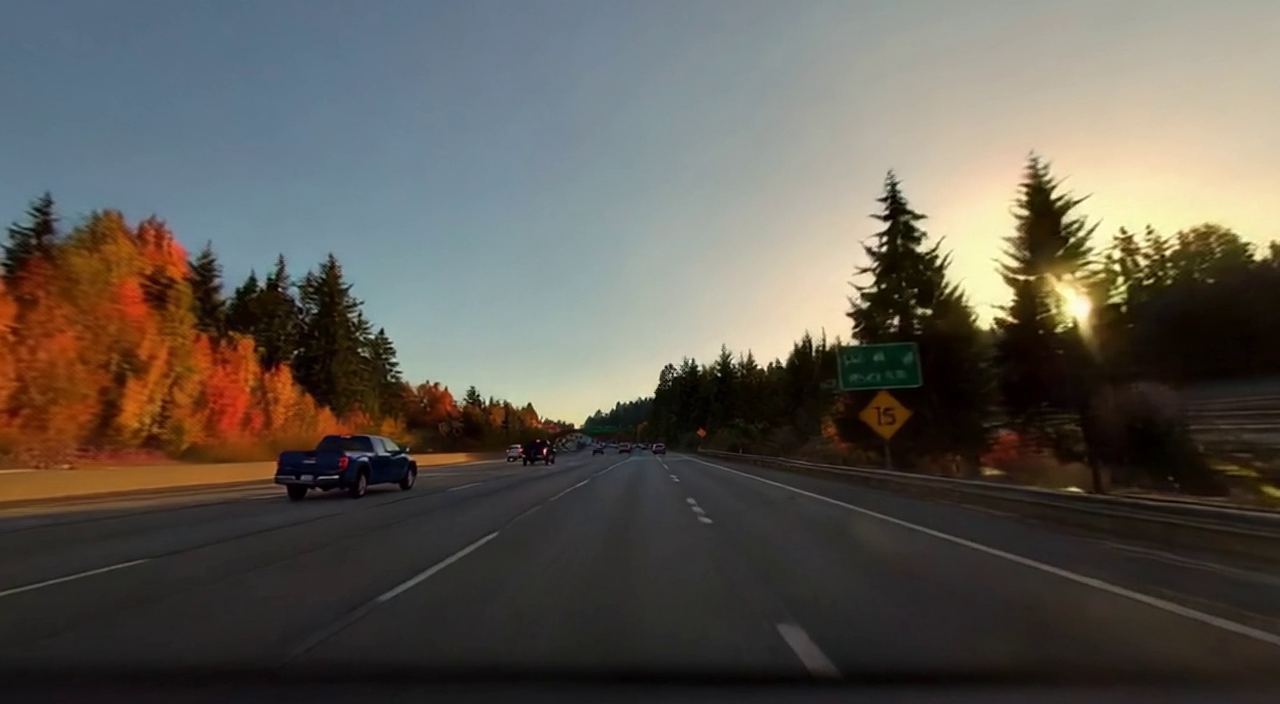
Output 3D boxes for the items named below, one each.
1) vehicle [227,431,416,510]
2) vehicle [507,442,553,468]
[{"bbox_3d":[-7.279,2.732,15.099,1.965,1.567,4.686,0,-8,1],"label":"vehicle"},{"bbox_3d":[-6.714,6.287,38.847,1.919,1.499,4.234,0,-8,2],"label":"vehicle"}]
